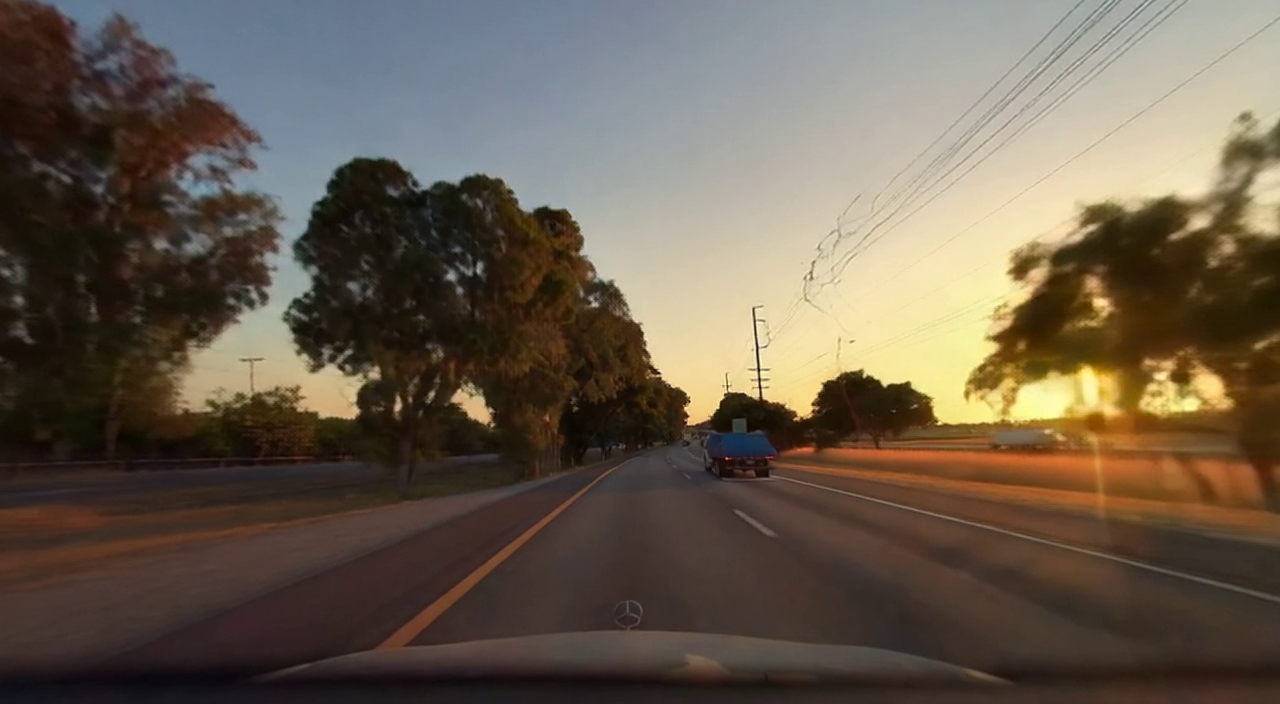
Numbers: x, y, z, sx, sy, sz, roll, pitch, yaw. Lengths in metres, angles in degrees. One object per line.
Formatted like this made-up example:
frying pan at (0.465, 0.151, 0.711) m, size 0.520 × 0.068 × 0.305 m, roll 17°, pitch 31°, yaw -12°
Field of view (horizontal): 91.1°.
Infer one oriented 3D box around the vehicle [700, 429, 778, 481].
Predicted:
vehicle at (3.816, 4.100, 25.328) m, size 2.228 × 1.852 × 5.449 m, roll 0°, pitch -8°, yaw 0°
